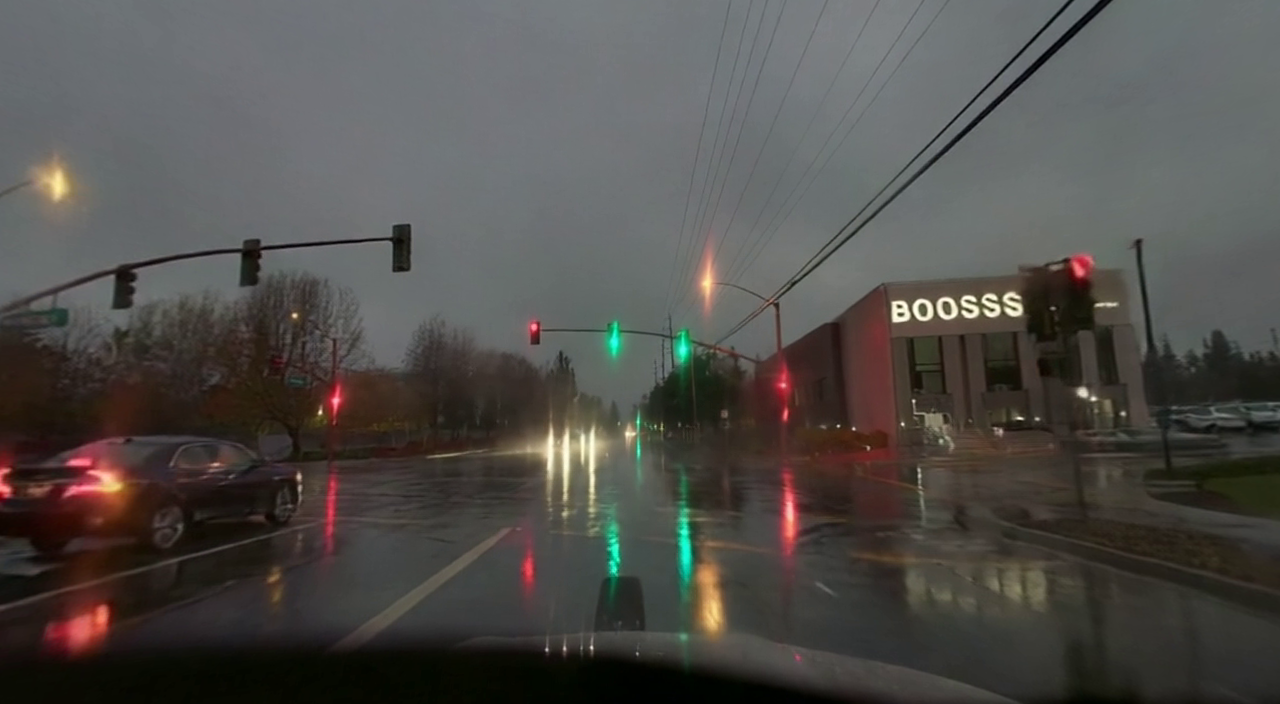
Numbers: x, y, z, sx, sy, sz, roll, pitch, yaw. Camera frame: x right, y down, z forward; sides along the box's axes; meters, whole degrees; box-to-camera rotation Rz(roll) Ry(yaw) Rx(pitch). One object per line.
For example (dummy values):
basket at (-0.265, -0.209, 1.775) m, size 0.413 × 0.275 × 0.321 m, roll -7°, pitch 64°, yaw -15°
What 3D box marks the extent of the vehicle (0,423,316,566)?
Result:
vehicle at (-6.449, 1.786, 8.661) m, size 1.928 × 1.451 × 4.219 m, roll 0°, pitch -9°, yaw -3°
